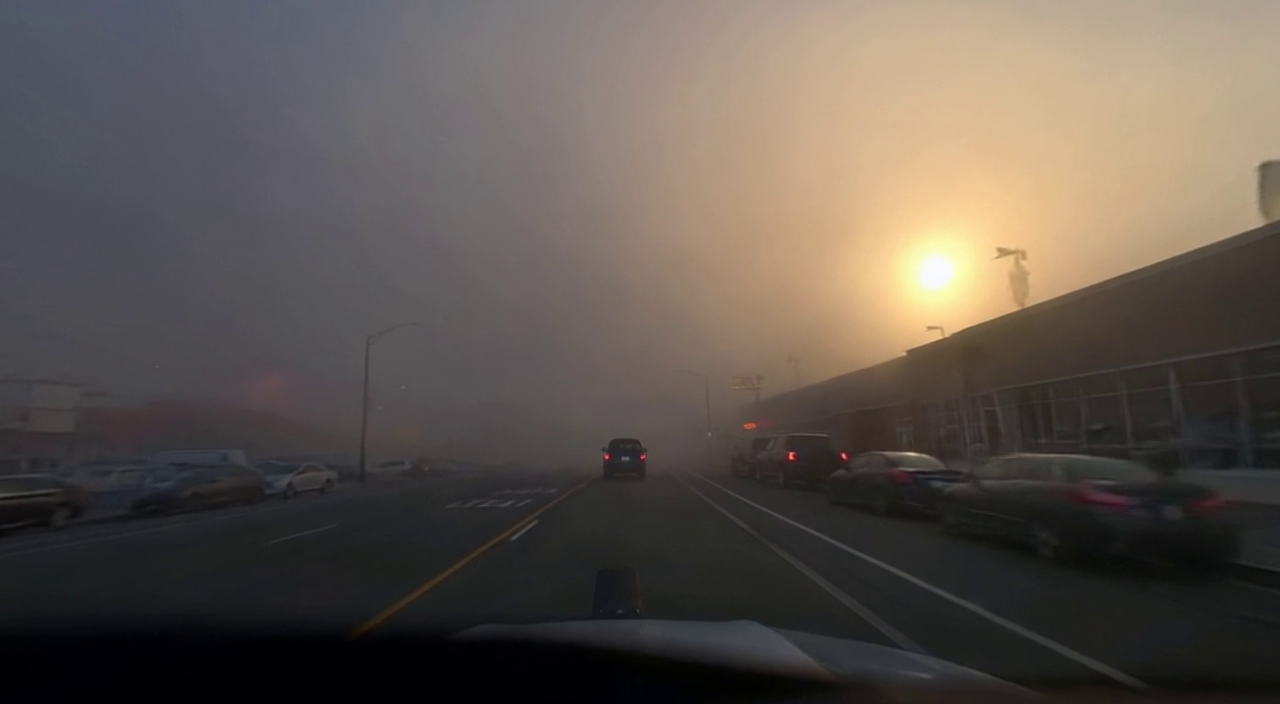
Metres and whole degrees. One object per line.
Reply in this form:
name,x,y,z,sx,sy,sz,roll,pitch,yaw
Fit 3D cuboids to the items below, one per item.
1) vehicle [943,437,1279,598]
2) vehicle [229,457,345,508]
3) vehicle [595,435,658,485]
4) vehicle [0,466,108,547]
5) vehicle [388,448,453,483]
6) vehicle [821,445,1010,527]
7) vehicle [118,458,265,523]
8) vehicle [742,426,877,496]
vehicle,5.914,1.861,8.119,1.727,1.456,4.569,0,-8,0
vehicle,-13.363,4.929,24.215,1.914,1.489,4.523,-4,-8,0
vehicle,-0.485,4.185,24.696,2.239,1.763,4.096,0,-8,0
vehicle,-13.086,3.056,12.111,1.804,1.441,4.534,-4,-8,0
vehicle,-13.516,6.974,39.065,2.296,1.847,4.856,-4,-8,-1
vehicle,5.571,2.730,13.575,1.805,1.429,4.911,0,-8,-1
vehicle,-13.252,4.066,18.900,1.774,1.522,3.699,-4,-8,-2
vehicle,5.416,3.616,21.358,2.568,1.974,6.203,0,-8,-3
